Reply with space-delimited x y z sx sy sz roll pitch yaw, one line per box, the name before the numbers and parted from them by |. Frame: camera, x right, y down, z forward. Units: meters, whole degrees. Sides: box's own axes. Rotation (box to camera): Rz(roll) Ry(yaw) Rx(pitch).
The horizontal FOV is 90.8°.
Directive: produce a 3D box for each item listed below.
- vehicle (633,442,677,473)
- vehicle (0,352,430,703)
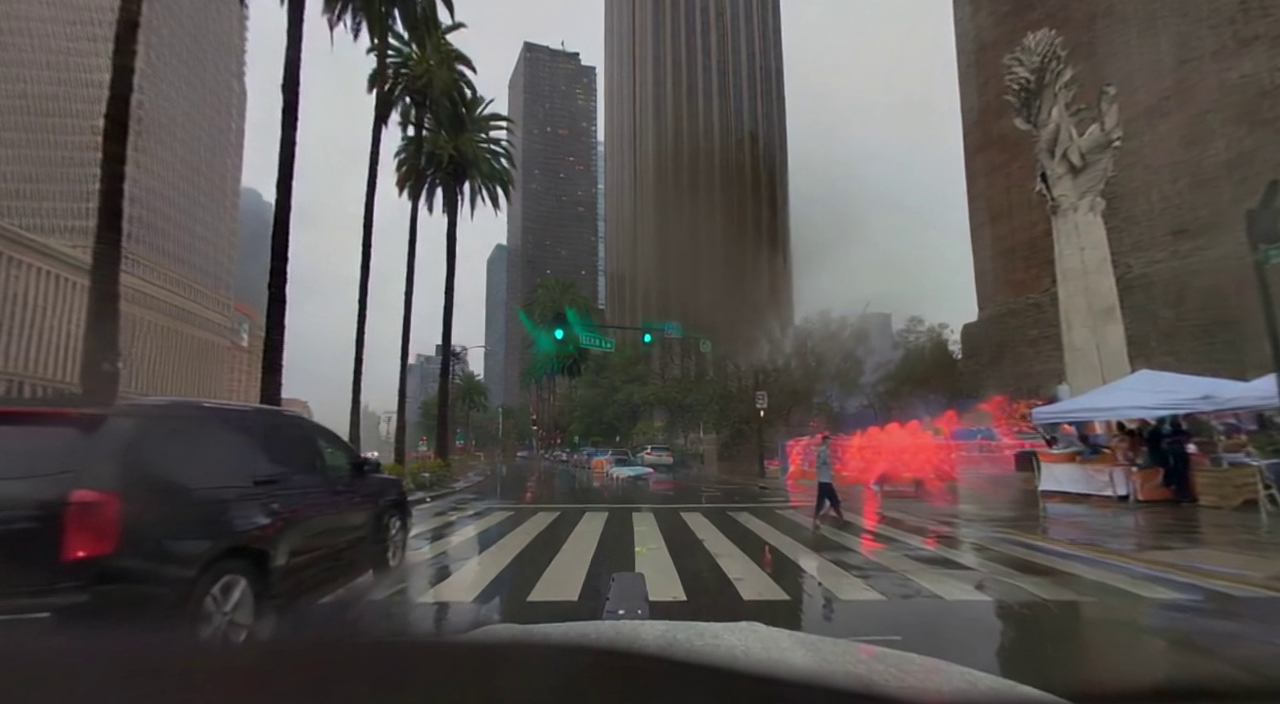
vehicle | 1.001 7.644 45.945 2.322 2.071 5.366 1 -9 -9
vehicle | -3.298 1.175 4.565 1.948 1.674 4.668 0 -9 0
